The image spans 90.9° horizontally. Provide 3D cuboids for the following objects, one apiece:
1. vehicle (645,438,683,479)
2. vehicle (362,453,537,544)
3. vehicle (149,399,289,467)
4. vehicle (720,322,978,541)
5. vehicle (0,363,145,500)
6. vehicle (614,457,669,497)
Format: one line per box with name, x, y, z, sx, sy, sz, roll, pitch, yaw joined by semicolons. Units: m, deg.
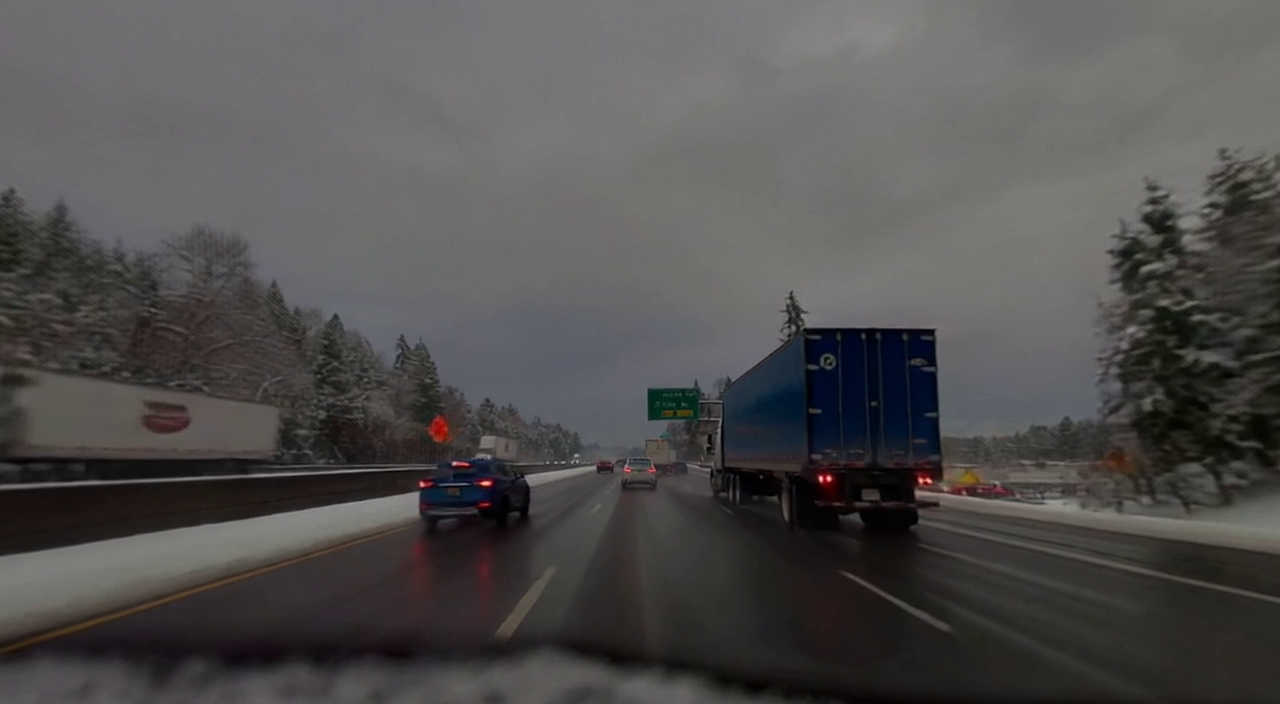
vehicle;1.968;8.286;48.963;2.650;2.978;6.937;-1;-10;4
vehicle;-3.470;2.742;12.451;2.105;1.467;4.099;0;-9;1
vehicle;-19.791;3.965;30.133;2.227;2.883;6.175;0;-9;1
vehicle;4.684;2.521;18.565;2.877;4.035;13.897;0;-9;0
vehicle;-19.831;2.435;18.952;2.967;3.881;8.316;0;-9;0
vehicle;0.056;5.150;26.292;2.089;1.516;4.191;0;-9;0
